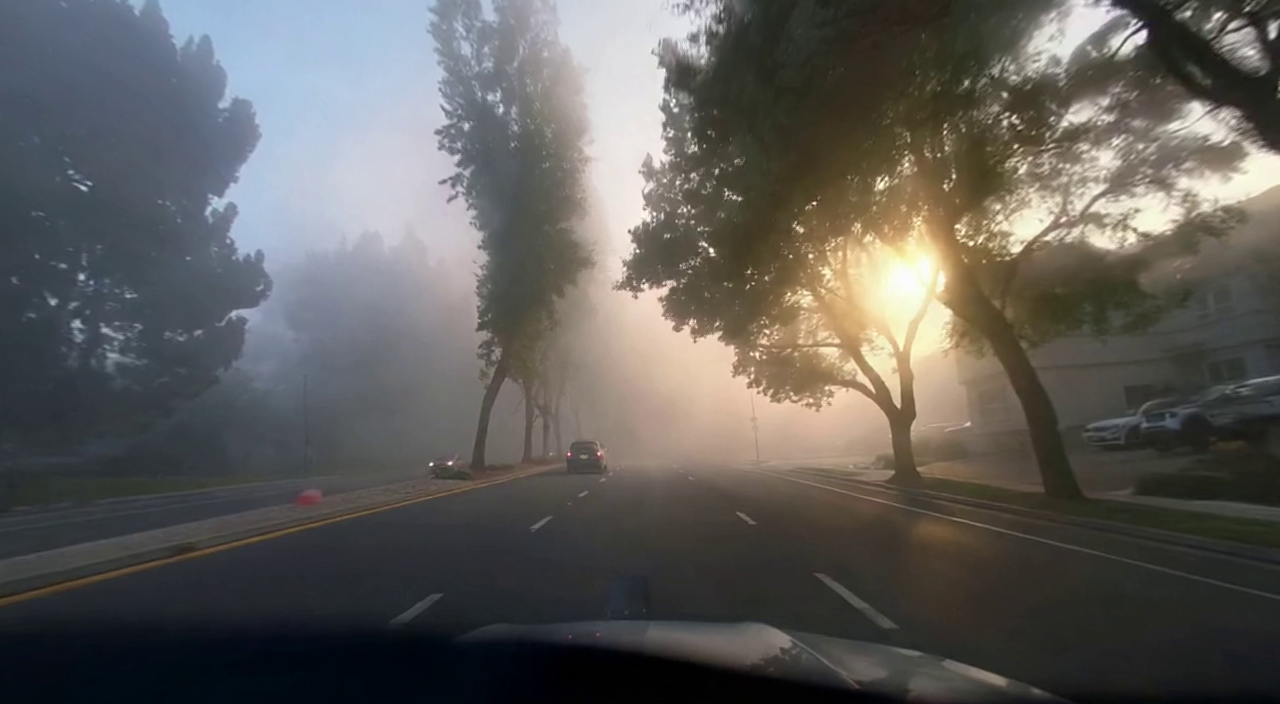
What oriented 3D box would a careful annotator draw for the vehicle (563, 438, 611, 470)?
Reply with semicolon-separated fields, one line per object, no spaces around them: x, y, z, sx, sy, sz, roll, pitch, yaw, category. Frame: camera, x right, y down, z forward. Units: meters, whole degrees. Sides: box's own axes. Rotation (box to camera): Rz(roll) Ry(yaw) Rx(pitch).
-2.961;5.845;36.216;2.283;1.716;4.395;0;-8;2;vehicle
